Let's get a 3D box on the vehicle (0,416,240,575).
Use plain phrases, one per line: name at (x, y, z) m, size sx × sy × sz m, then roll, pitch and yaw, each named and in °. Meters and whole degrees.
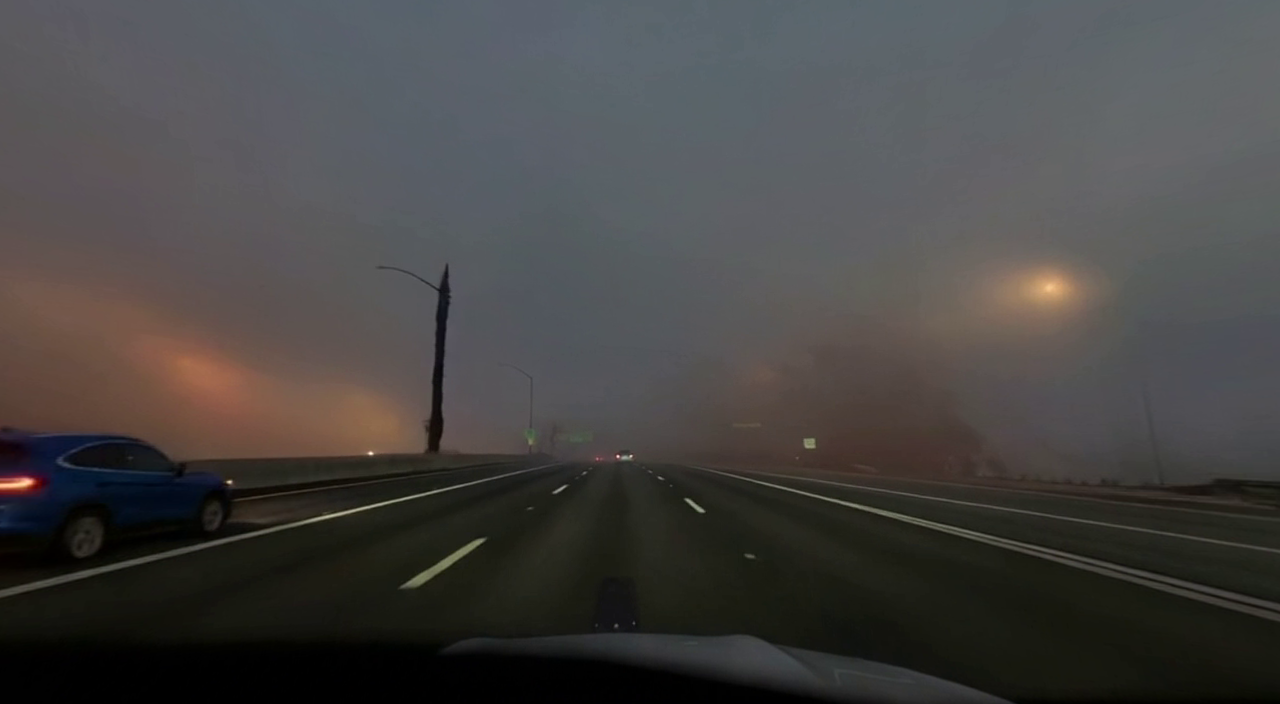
vehicle at (-7.549, 1.752, 8.287) m, size 1.924 × 1.601 × 4.115 m, roll 0°, pitch -9°, yaw -1°
